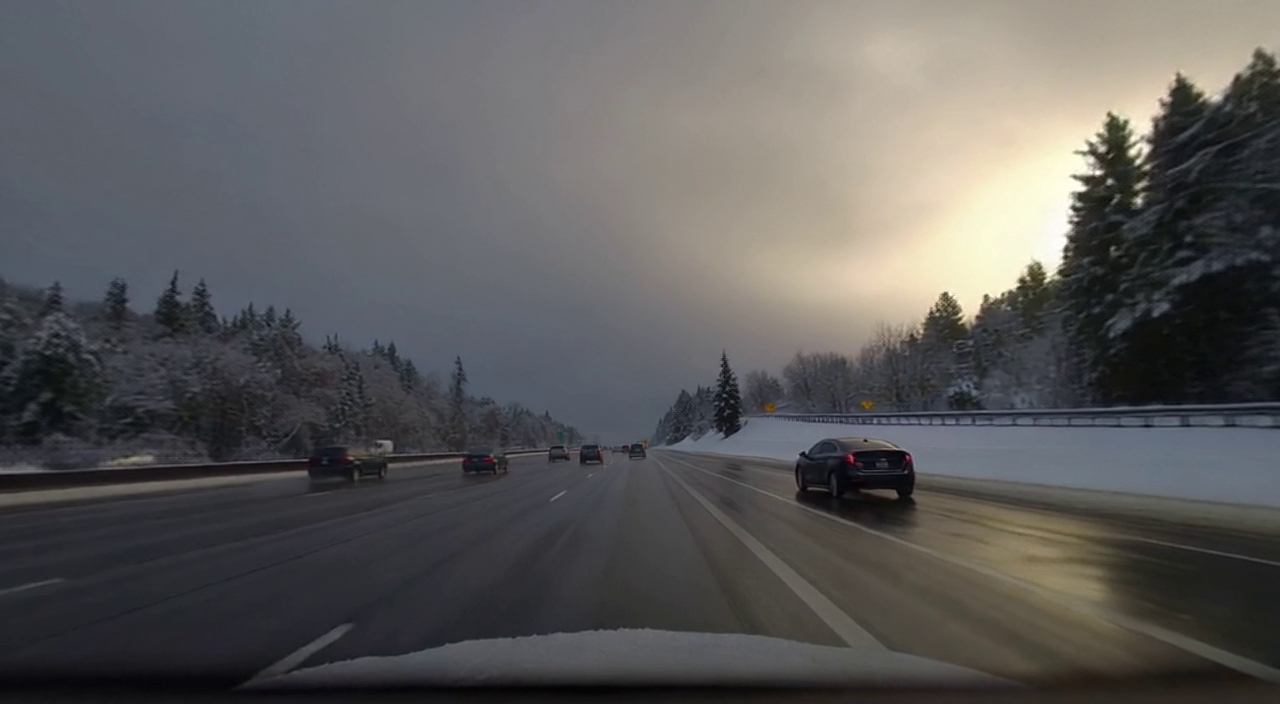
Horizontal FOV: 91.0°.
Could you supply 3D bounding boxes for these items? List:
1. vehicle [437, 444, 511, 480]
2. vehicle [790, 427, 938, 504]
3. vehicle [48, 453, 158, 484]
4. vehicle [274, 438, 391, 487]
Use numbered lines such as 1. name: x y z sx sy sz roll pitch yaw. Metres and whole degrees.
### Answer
1. vehicle: -7.490 4.997 28.931 2.071 1.486 4.703 0 -9 1
2. vehicle: 5.967 3.097 17.596 2.259 1.816 4.862 0 -9 -1
3. vehicle: -28.522 6.172 33.682 1.866 1.510 4.521 0 -9 1
4. vehicle: -11.352 4.101 23.670 2.107 1.628 4.446 0 -9 1
